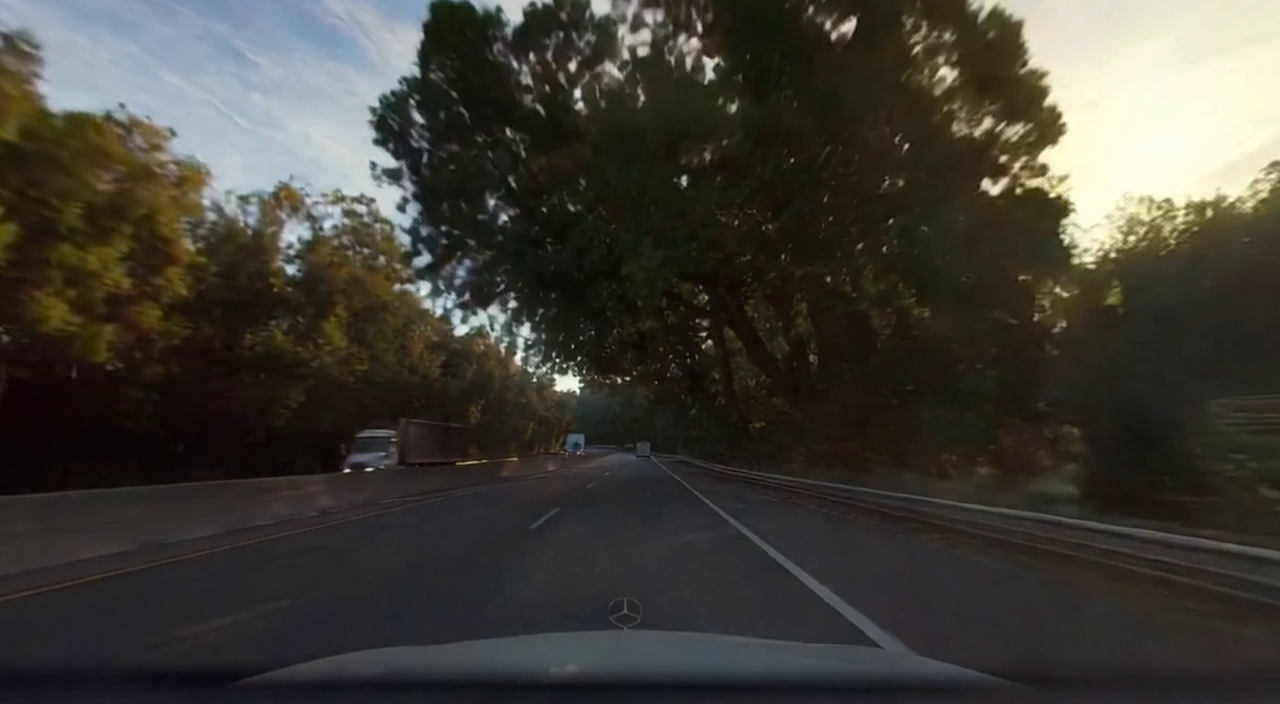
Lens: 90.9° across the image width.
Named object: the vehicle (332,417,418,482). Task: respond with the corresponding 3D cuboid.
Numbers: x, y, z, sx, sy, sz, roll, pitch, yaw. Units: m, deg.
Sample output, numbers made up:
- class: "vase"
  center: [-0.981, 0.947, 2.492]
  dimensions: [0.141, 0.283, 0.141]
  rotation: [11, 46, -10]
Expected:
- class: "vehicle"
  center: [-17.463, 6.506, 42.099]
  dimensions: [3.017, 3.974, 5.953]
  rotation: [0, -9, 0]
